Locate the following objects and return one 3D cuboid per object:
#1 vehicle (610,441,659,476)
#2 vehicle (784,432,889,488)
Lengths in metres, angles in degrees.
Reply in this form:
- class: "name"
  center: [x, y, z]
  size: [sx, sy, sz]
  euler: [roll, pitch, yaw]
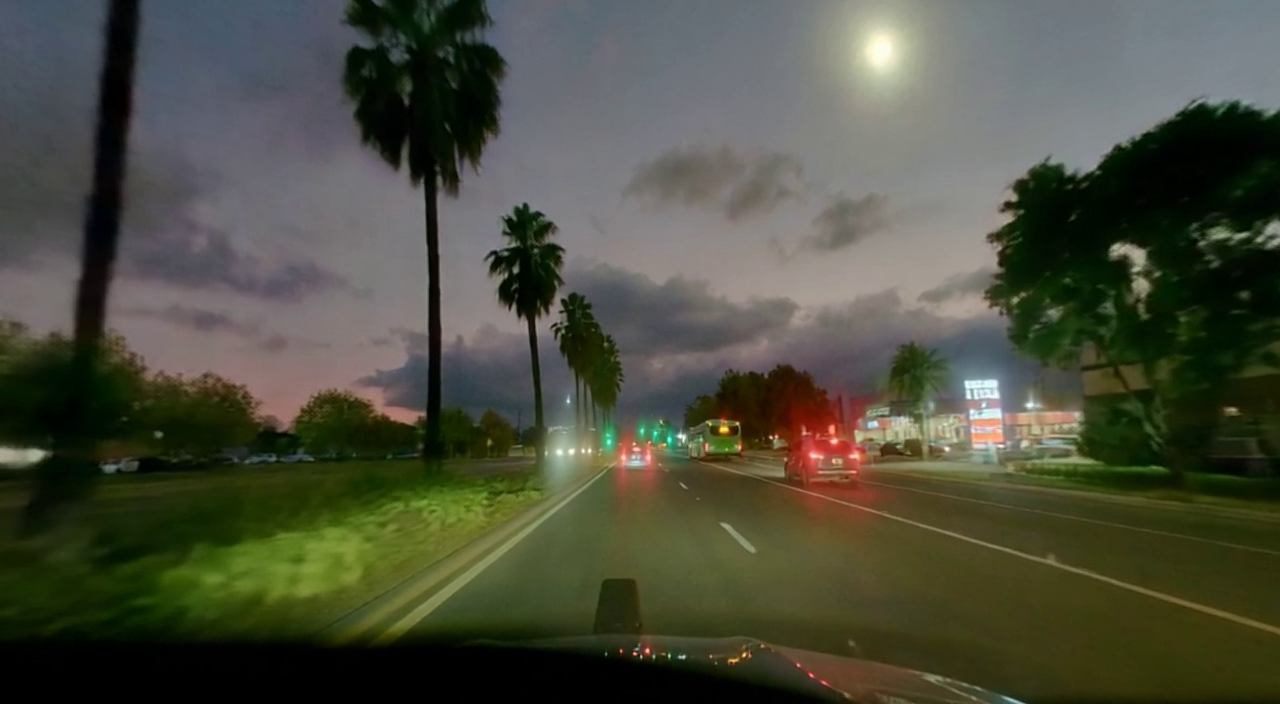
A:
- class: "vehicle"
  center: [-0.221, 4.872, 29.181]
  size: [2.065, 1.477, 4.306]
  euler: [0, -9, 1]
- class: "vehicle"
  center: [6.319, 3.534, 20.898]
  size: [2.031, 1.670, 4.154]
  euler: [0, -9, -1]
